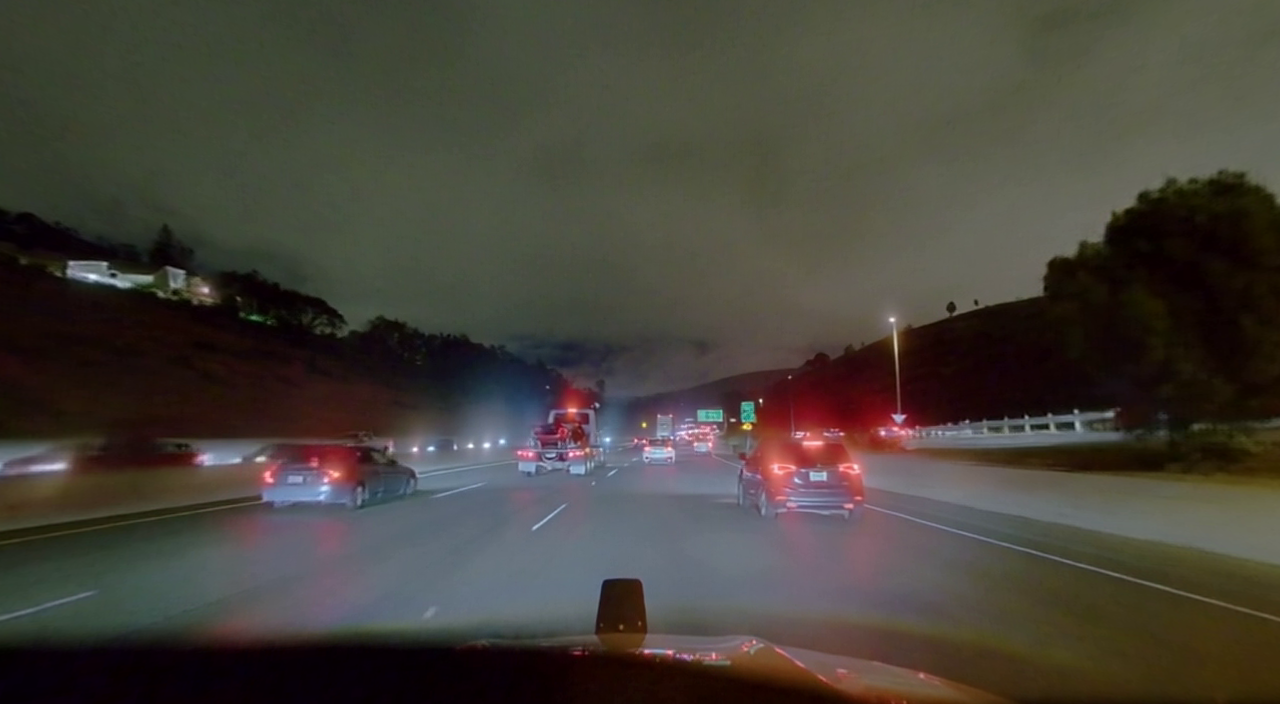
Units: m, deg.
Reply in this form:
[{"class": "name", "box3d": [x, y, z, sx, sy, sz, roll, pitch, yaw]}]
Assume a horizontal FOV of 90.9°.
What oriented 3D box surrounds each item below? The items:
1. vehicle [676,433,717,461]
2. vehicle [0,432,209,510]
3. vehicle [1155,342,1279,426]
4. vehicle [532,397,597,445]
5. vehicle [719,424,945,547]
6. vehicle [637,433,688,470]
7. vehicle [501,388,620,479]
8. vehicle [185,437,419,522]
[{"class": "vehicle", "box3d": [3.413, 5.847, 39.023, 2.075, 1.614, 4.682, 0, -8, -1]}, {"class": "vehicle", "box3d": [-12.638, 2.652, 14.600, 2.123, 1.511, 4.343, 0, -8, 3]}, {"class": "vehicle", "box3d": [13.991, 0.725, 13.580, 1.979, 1.616, 4.268, 1, -8, -4]}, {"class": "vehicle", "box3d": [-2.831, 2.789, 24.710, 1.893, 1.674, 4.766, 0, -8, 1]}, {"class": "vehicle", "box3d": [2.636, 1.951, 9.934, 2.040, 1.481, 4.260, 0, -8, -3]}, {"class": "vehicle", "box3d": [0.984, 4.379, 27.801, 2.079, 1.499, 3.915, 0, -8, 2]}, {"class": "vehicle", "box3d": [-2.765, 3.414, 25.885, 3.162, 2.955, 10.282, 0, -8, 2]}, {"class": "vehicle", "box3d": [-6.519, 2.494, 13.031, 1.964, 1.395, 4.948, 0, -8, 2]}]
